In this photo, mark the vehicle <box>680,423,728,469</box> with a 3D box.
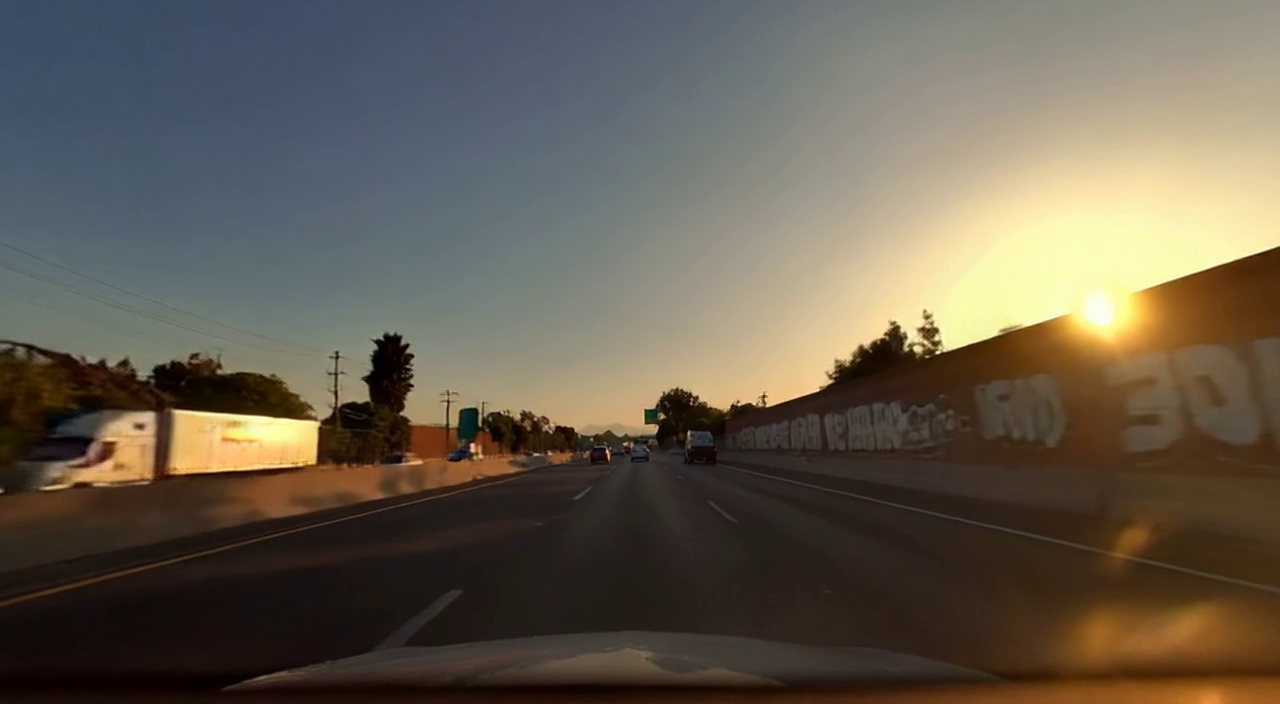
[{"bbox_3d":[4.356,6.592,44.112,2.549,2.931,6.310,0,-9,-1],"label":"vehicle"}]

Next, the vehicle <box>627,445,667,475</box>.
[{"bbox_3d":[0.310,5.826,34.105,2.009,1.506,4.091,0,-9,-1],"label":"vehicle"}]

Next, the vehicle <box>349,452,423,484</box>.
[{"bbox_3d":[-13.142,5.994,32.930,1.944,1.542,4.525,0,-9,0],"label":"vehicle"}]

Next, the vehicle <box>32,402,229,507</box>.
[{"bbox_3d":[-20.457,4.176,25.887,2.957,3.748,5.869,0,-9,0],"label":"vehicle"}]
